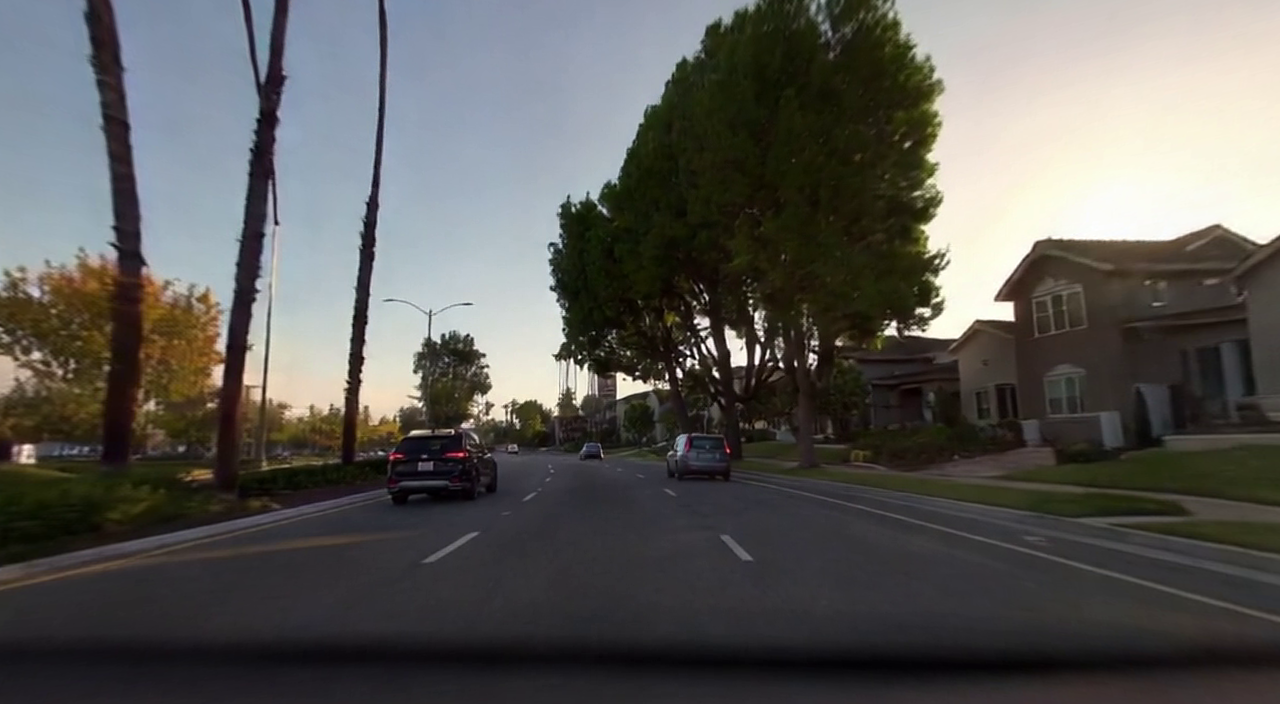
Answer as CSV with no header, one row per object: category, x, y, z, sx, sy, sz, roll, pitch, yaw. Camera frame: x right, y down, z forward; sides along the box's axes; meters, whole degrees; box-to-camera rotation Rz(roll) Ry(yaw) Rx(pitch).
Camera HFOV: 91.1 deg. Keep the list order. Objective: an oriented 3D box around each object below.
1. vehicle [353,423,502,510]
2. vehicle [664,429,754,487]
vehicle,-4.915,2.720,15.402,2.150,1.768,4.868,1,-8,-3
vehicle,2.269,3.683,22.199,2.195,1.804,4.658,1,-9,-6
